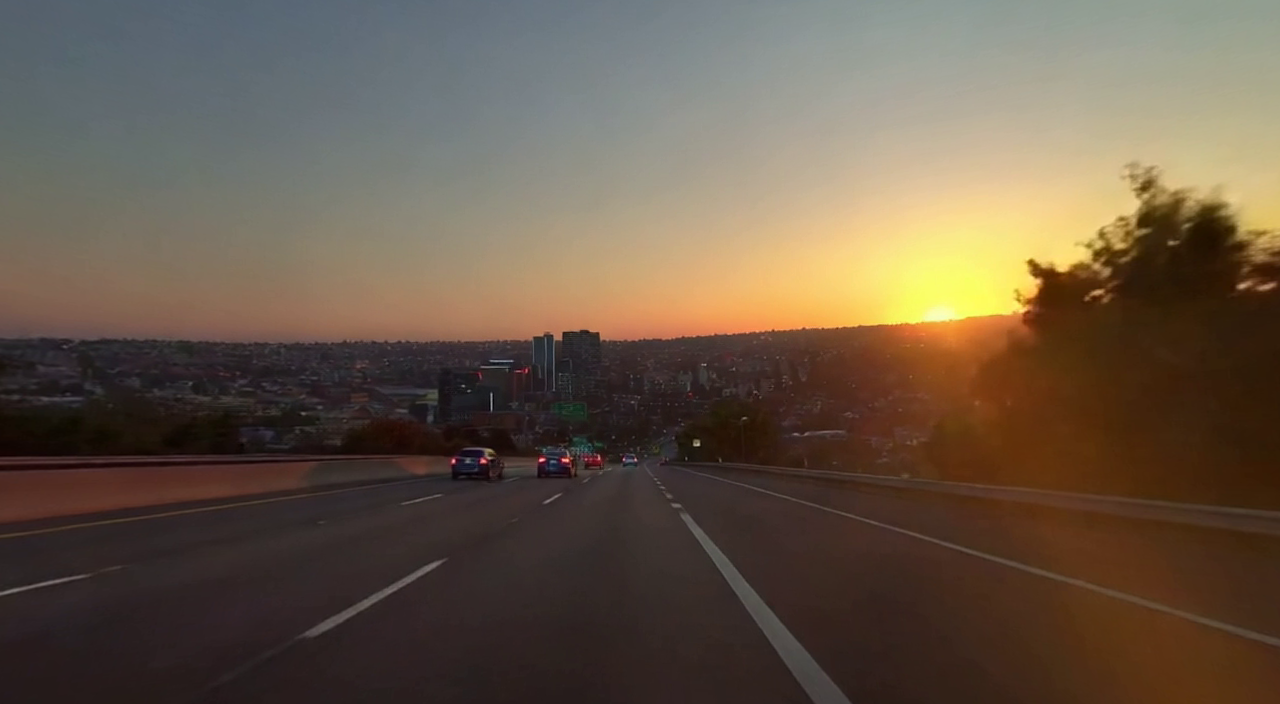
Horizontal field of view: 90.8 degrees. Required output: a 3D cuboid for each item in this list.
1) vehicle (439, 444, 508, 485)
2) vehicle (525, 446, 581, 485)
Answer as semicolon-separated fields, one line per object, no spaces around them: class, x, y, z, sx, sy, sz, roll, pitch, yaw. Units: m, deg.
vehicle;-7.990;5.457;30.886;2.040;1.824;4.917;0;-9;0
vehicle;-4.099;5.452;30.552;2.075;1.702;4.257;0;-9;0
